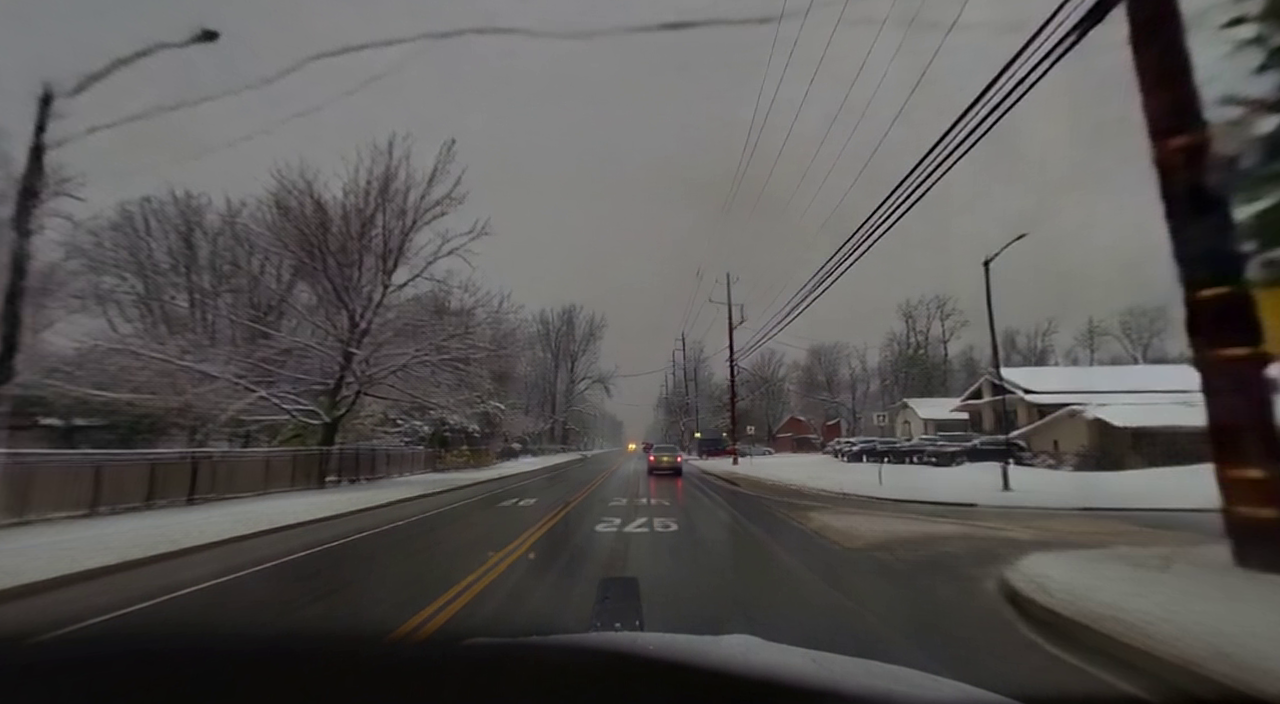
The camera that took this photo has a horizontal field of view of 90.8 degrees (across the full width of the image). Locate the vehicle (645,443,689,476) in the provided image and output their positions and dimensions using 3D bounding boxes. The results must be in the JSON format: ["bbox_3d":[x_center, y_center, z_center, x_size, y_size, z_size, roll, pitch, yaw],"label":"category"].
[{"bbox_3d":[1.254,5.185,30.885,1.975,1.497,3.647,0,-8,0],"label":"vehicle"}]
